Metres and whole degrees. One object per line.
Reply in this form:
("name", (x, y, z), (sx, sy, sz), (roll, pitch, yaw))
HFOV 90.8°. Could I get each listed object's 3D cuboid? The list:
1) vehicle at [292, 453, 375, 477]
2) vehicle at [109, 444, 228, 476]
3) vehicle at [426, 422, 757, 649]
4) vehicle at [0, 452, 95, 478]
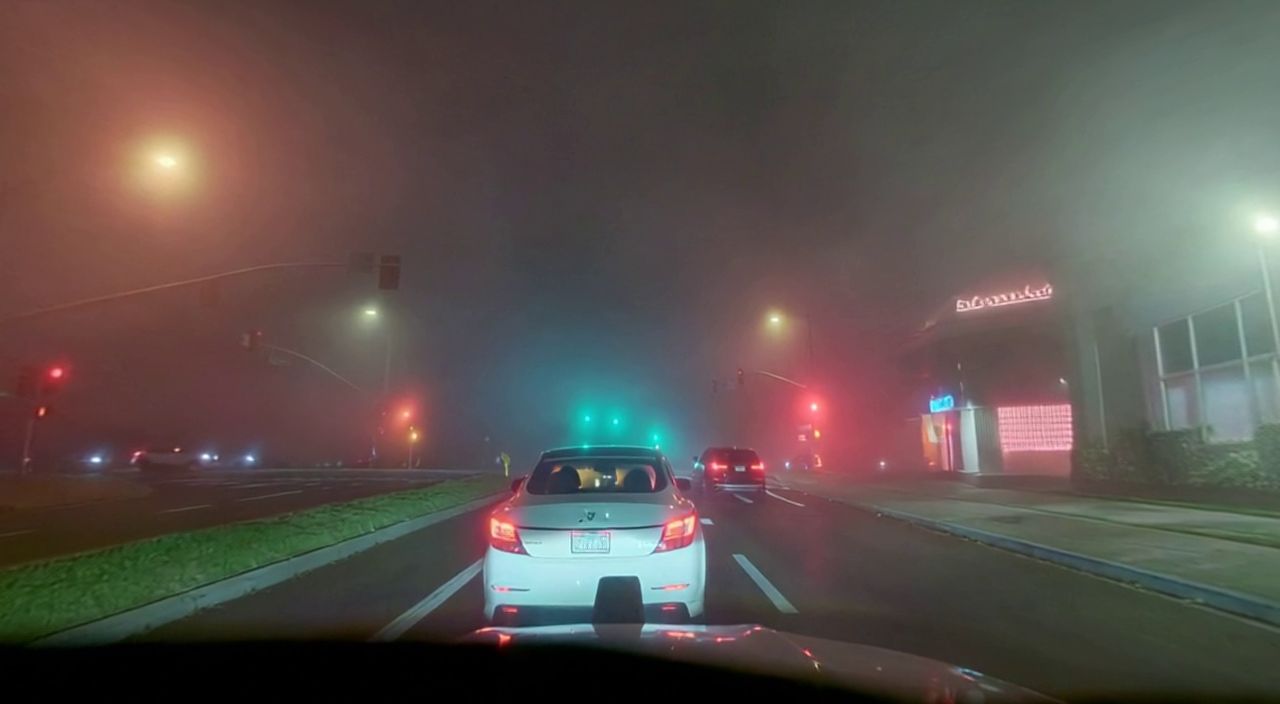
("vehicle", (-19.954, 7.340, 41.316), (4.548, 1.449, 1.802), (2, -9, -13))
("vehicle", (-26.635, 6.094, 35.864), (4.877, 1.754, 1.978), (2, -9, -12))
("vehicle", (-0.333, 1.533, 6.371), (2.173, 1.479, 4.264), (0, -9, 0))
("vehicle", (-35.679, 6.718, 37.758), (4.199, 1.432, 1.727), (2, -9, -12))
